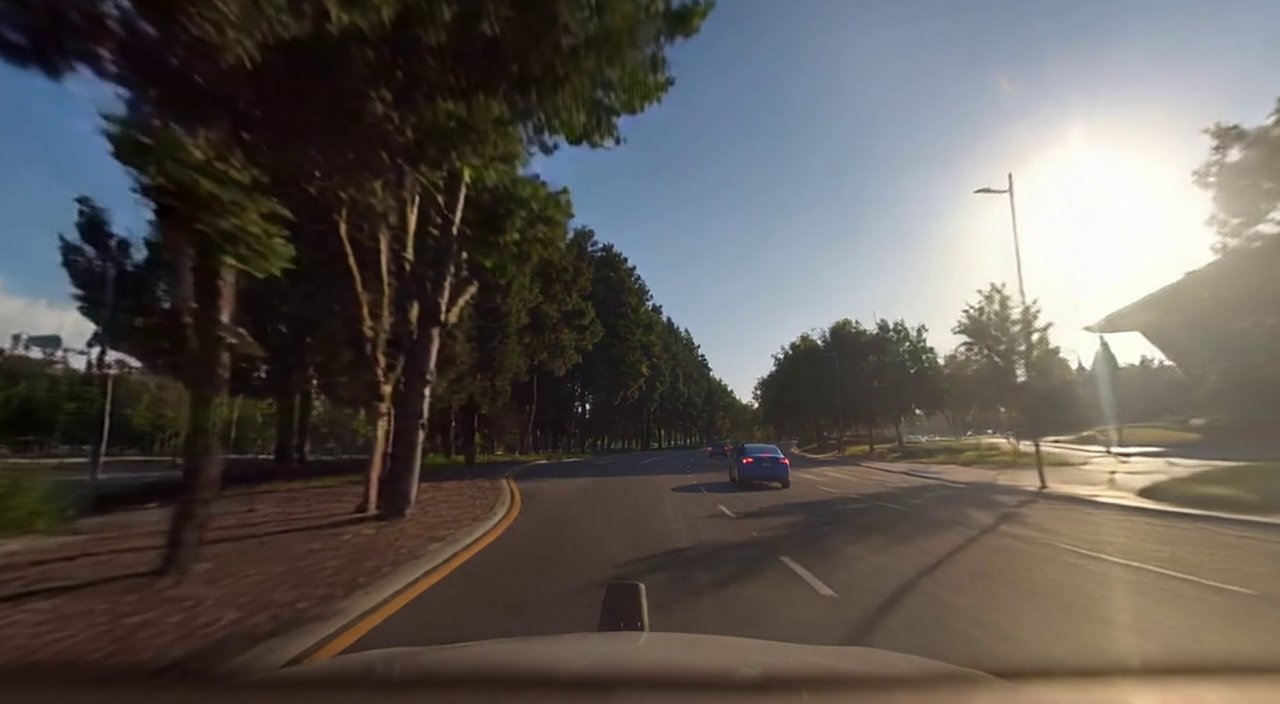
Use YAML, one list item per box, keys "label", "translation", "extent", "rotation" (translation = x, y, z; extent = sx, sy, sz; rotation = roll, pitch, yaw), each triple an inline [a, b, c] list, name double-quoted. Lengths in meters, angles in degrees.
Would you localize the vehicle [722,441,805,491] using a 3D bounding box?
- label: "vehicle"
  translation: [4.012, 3.791, 21.316]
  extent: [1.928, 1.481, 4.453]
  rotation: [0, -9, 0]
